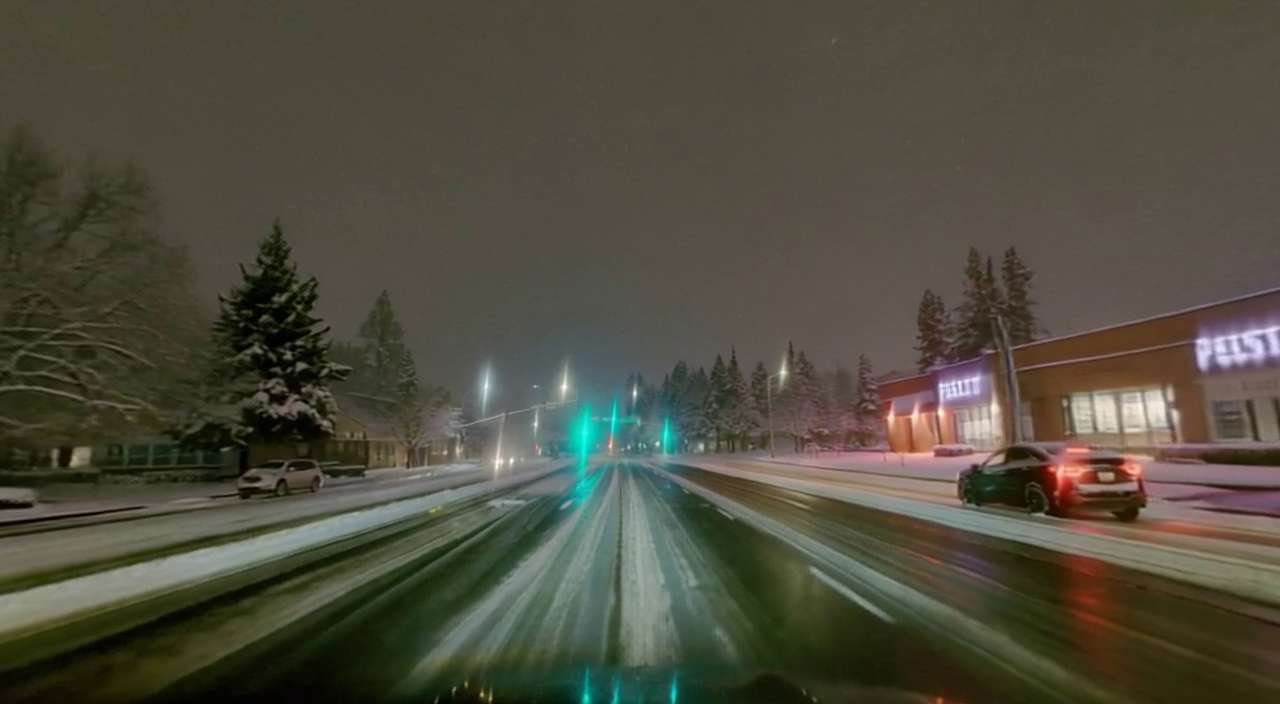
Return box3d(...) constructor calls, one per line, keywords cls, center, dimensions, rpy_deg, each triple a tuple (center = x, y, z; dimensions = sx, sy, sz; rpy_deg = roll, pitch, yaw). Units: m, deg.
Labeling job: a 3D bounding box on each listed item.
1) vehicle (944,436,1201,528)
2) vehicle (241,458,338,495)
box3d(cls="vehicle", center=(8.018, 2.422, 12.359), dimensions=(1.936, 1.460, 4.258), rpy_deg=(0, -9, -1))
box3d(cls="vehicle", center=(-16.013, 5.621, 28.809), dimensions=(4.523, 1.494, 1.857), rpy_deg=(-6, -10, 32))
